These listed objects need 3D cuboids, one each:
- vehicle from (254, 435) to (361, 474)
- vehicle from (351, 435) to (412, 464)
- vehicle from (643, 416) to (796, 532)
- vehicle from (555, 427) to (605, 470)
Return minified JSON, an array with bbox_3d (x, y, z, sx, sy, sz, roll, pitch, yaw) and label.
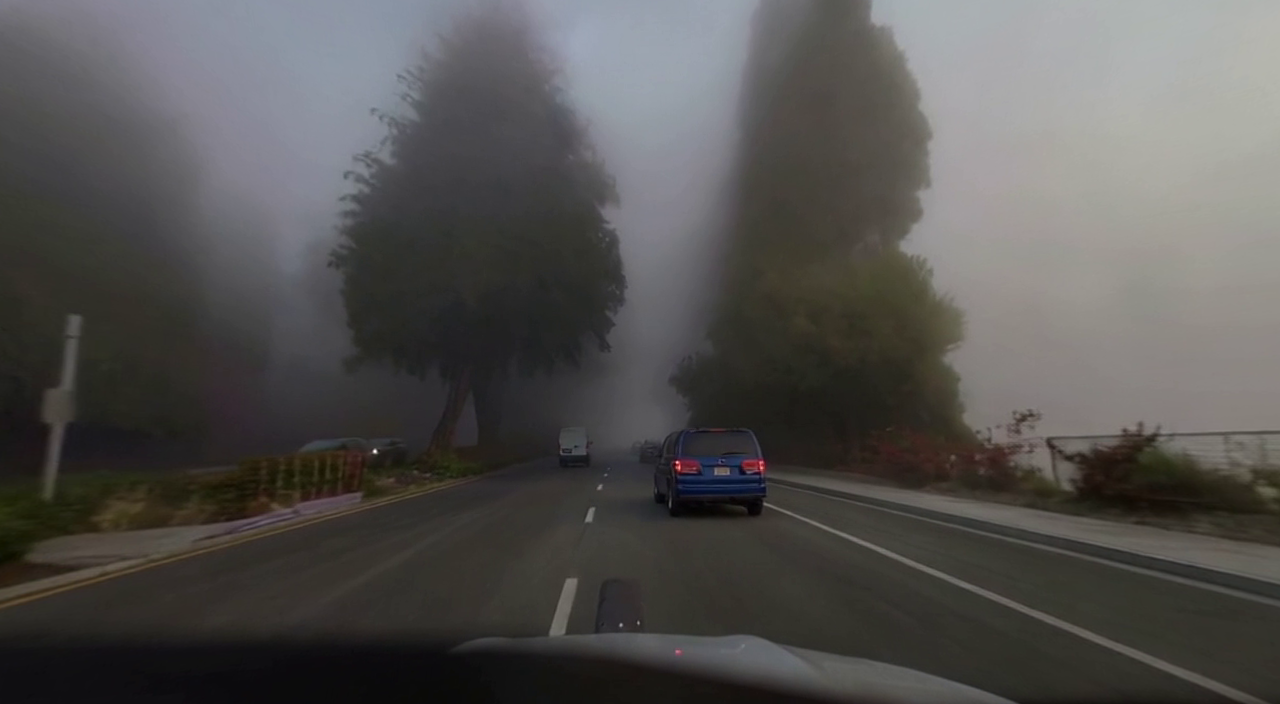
[{"bbox_3d":[-13.167,4.077,25.415,1.841,1.407,4.736,0,-8,-1],"label":"vehicle"},{"bbox_3d":[-15.741,5.995,38.805,2.184,1.659,4.571,1,-8,-5],"label":"vehicle"},{"bbox_3d":[1.176,2.087,11.344,1.965,1.671,4.146,1,-8,-3],"label":"vehicle"},{"bbox_3d":[-3.010,4.983,32.668,2.228,2.054,4.309,0,-8,-2],"label":"vehicle"}]
